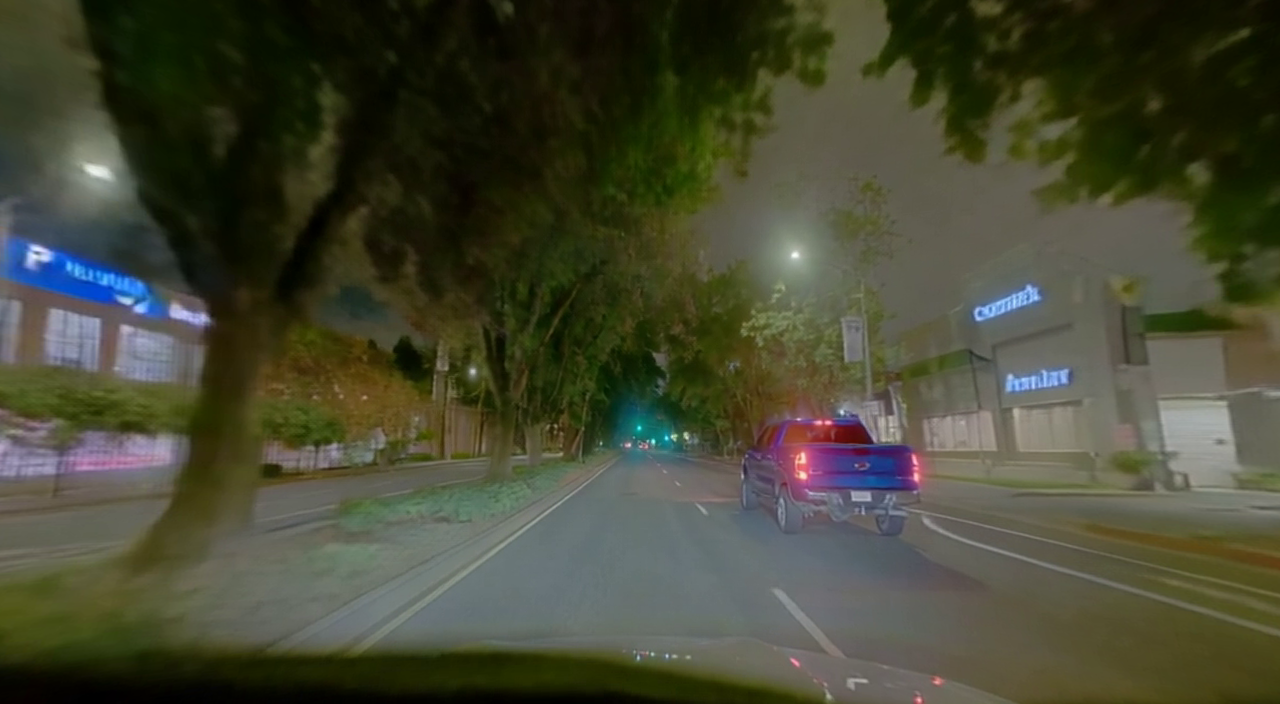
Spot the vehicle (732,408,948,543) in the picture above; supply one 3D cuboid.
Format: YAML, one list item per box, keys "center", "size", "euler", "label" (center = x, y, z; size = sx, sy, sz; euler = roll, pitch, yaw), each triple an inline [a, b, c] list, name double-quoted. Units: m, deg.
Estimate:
- center: [3.125, 2.085, 11.346]
  size: [2.085, 1.828, 5.383]
  euler: [0, -8, 0]
  label: "vehicle"
